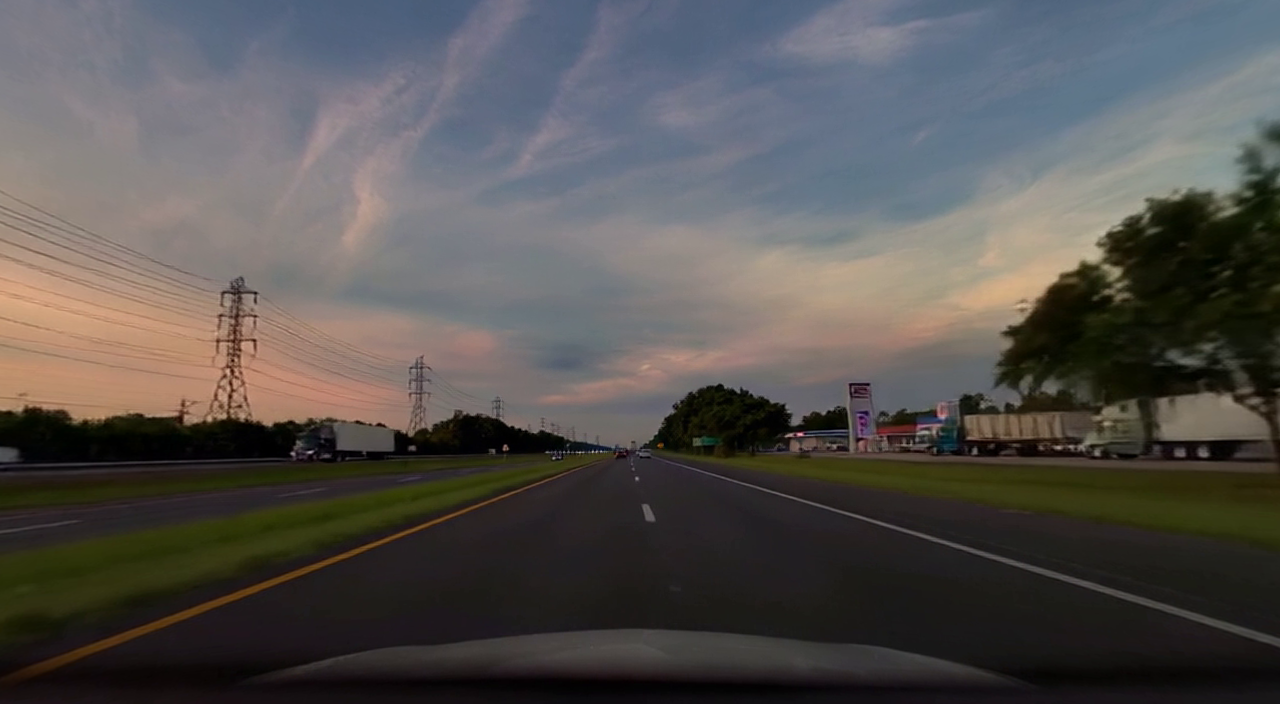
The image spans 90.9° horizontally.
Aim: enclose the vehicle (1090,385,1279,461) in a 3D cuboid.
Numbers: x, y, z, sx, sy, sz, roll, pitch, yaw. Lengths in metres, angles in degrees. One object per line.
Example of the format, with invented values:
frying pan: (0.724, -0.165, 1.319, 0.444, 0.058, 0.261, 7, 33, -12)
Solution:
vehicle: (32.819, 4.113, 35.602, 11.409, 3.946, 3.092, -8, -12, 44)
